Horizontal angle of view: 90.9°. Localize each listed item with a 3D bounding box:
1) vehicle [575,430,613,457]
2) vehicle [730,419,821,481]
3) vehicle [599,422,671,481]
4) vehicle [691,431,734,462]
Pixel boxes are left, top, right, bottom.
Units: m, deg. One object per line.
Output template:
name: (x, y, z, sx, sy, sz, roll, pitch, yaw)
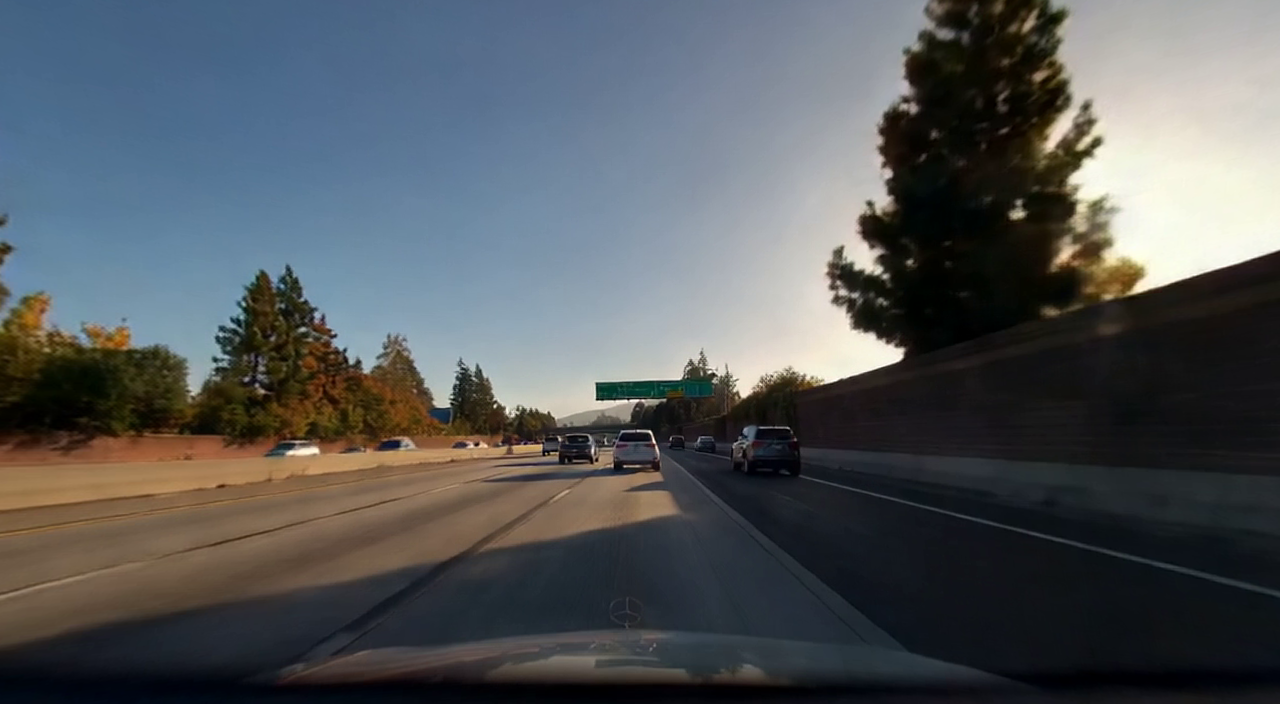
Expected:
vehicle: (-3.407, 6.985, 47.897, 2.274, 1.896, 5.571, 0, -9, 1)
vehicle: (4.381, 3.275, 21.110, 2.017, 1.847, 4.299, 0, -9, -1)
vehicle: (-0.153, 3.423, 21.771, 2.233, 1.804, 4.273, 0, -9, 0)
vehicle: (4.049, 5.364, 35.822, 2.001, 1.651, 3.916, 0, -9, 0)
